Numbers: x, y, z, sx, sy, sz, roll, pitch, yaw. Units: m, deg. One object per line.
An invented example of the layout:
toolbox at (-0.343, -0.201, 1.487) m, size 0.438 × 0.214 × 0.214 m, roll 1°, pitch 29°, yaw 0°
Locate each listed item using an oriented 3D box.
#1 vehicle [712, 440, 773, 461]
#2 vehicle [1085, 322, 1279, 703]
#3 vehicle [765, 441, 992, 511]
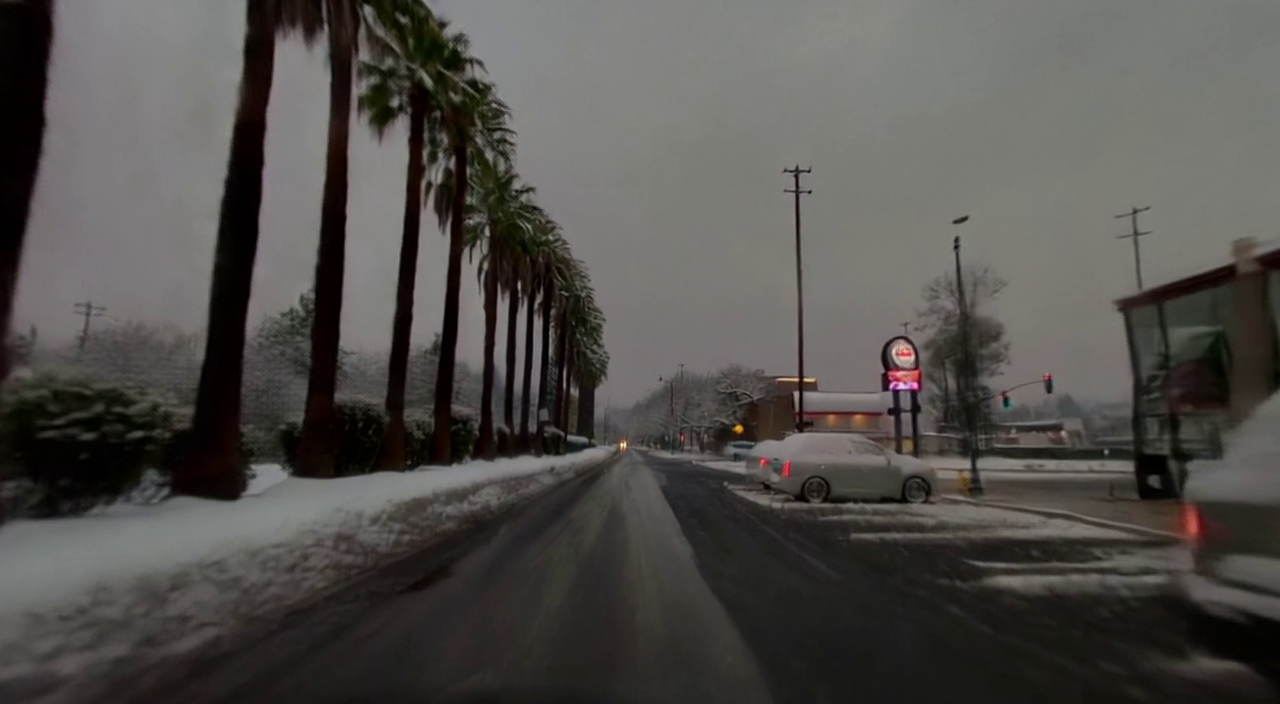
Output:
vehicle at (7.693, 7.455, 47.804) m, size 4.287 × 1.519 × 1.753 m, roll 0°, pitch -9°, yaw -2°
vehicle at (5.553, 0.865, 3.021) m, size 5.491 × 1.843 × 2.103 m, roll 2°, pitch -10°, yaw -8°
vehicle at (5.687, 2.959, 15.445) m, size 4.742 × 1.506 × 1.919 m, roll 0°, pitch -7°, yaw -5°
